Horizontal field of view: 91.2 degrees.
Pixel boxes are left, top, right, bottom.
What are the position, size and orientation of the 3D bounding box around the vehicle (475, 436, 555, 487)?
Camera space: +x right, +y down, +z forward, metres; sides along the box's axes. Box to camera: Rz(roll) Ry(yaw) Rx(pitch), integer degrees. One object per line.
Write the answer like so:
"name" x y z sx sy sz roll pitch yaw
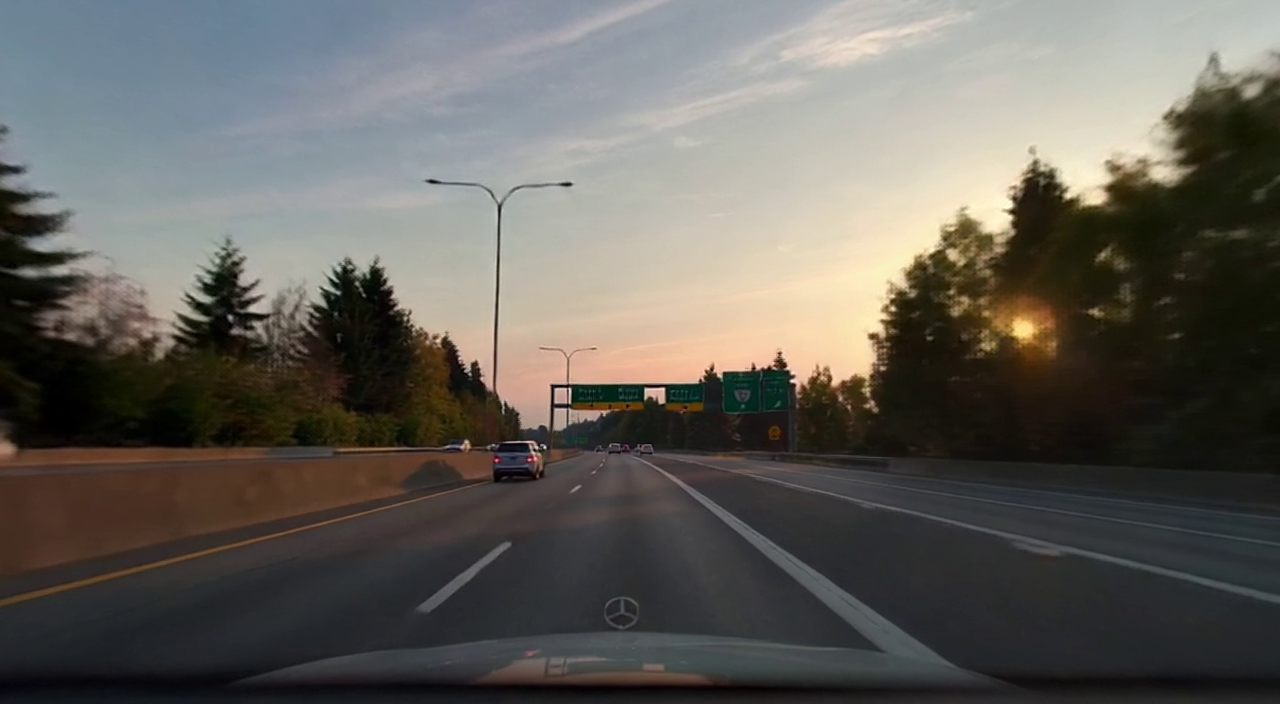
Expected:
"vehicle" -4.294 3.839 22.219 2.071 1.615 3.868 0 -9 0
